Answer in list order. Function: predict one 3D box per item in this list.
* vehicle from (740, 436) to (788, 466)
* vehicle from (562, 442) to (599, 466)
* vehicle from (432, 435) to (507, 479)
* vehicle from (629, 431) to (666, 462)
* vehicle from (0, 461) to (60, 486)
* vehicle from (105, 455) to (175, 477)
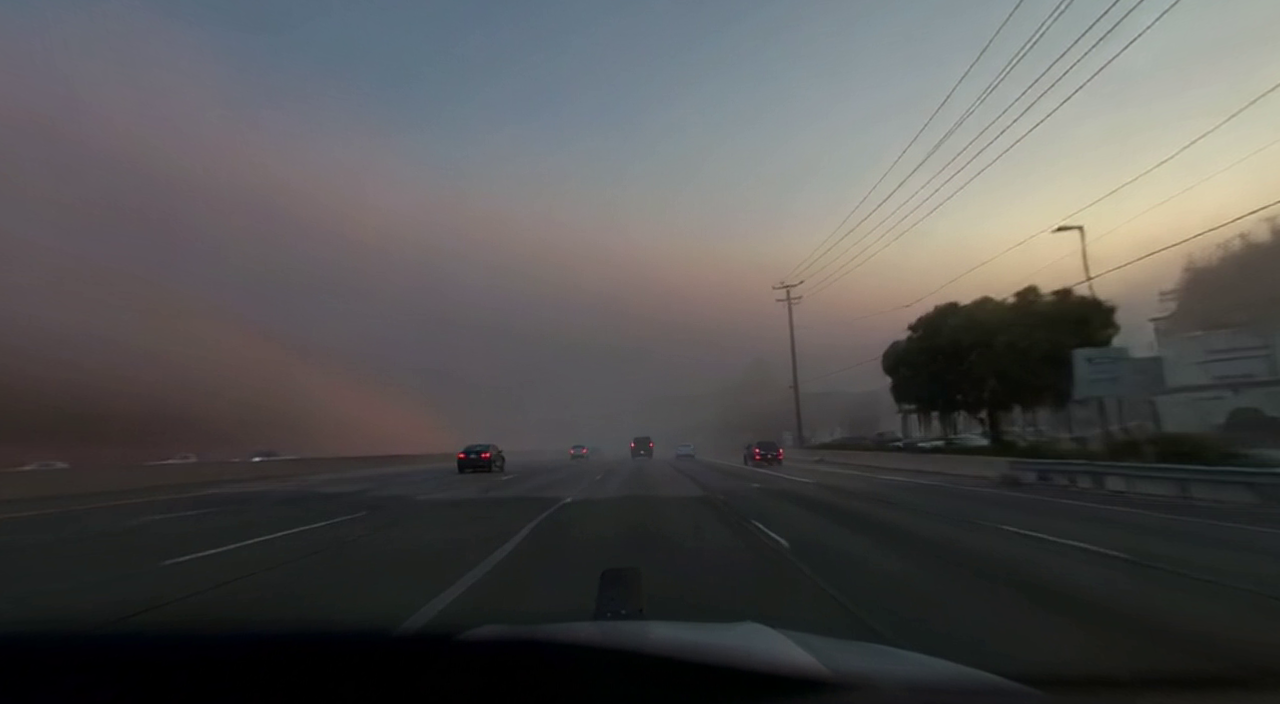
[{"bbox_3d":[7.323,5.879,37.623,1.937,1.698,4.322,0,-8,-1],"label":"vehicle"},{"bbox_3d":[-3.785,6.550,40.737,1.979,1.469,4.378,0,-8,0],"label":"vehicle"},{"bbox_3d":[-7.322,4.546,27.511,2.007,1.732,4.395,0,-8,0],"label":"vehicle"},{"bbox_3d":[0.480,7.151,47.698,2.622,2.208,5.320,0,-8,-1],"label":"vehicle"},{"bbox_3d":[-40.685,7.896,41.201,1.721,1.452,4.006,0,-8,0],"label":"vehicle"},{"bbox_3d":[-37.143,8.476,46.963,1.751,1.460,4.239,0,-8,0],"label":"vehicle"}]
